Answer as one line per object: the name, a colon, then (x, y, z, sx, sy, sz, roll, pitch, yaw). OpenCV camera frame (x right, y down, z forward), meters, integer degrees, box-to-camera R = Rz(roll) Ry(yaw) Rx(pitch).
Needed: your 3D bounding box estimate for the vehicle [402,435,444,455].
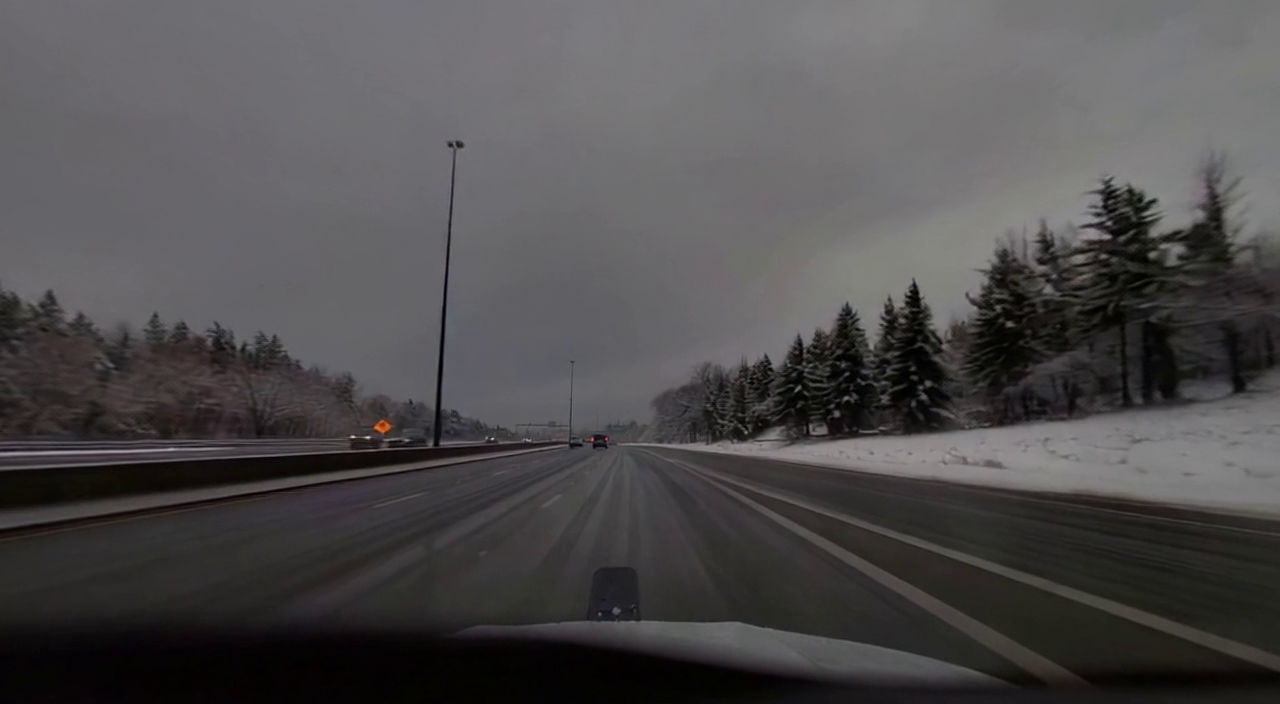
vehicle: (-17.172, 7.401, 49.923, 1.842, 1.480, 4.347, 0, -8, -1)
